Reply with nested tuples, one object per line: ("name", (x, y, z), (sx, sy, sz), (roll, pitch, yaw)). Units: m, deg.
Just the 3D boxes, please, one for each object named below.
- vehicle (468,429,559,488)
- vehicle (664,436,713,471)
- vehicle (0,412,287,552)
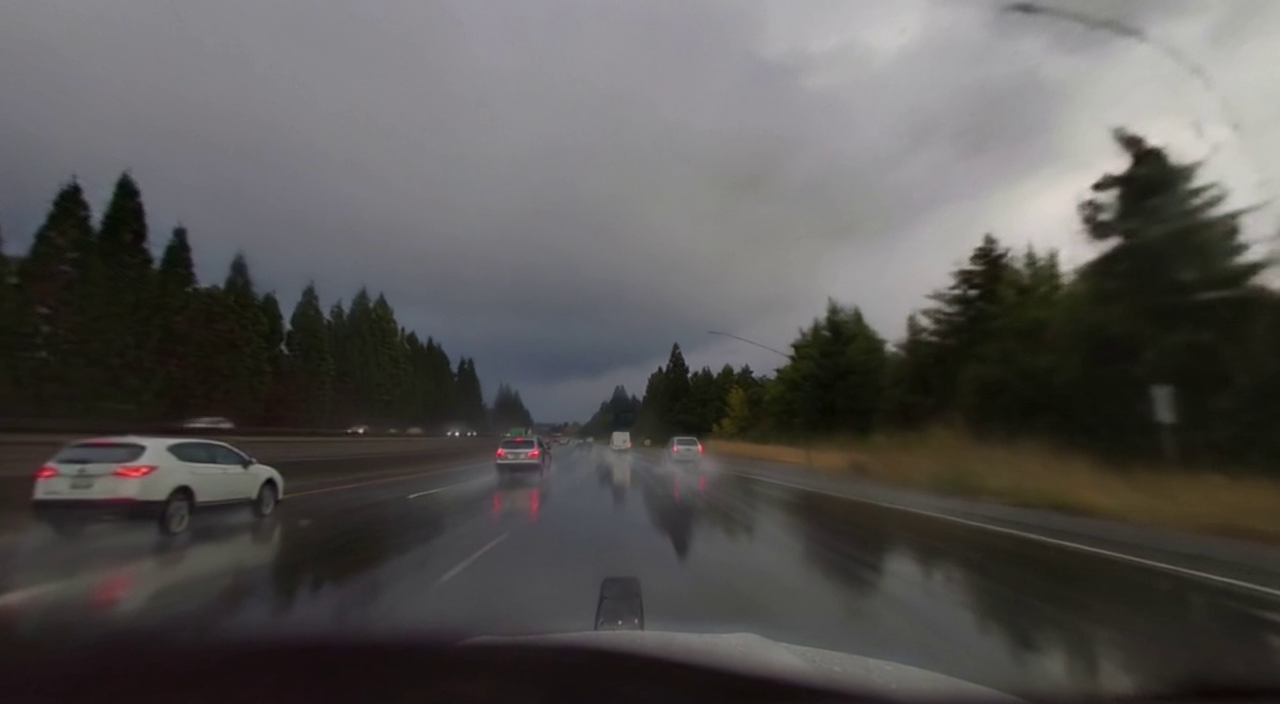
("vehicle", (-3.895, 3.362, 20.147), (2.002, 1.680, 4.301), (0, -9, 0))
("vehicle", (2.469, 5.317, 33.214), (2.053, 1.698, 4.097), (0, -9, -3))
("vehicle", (-8.134, 1.946, 10.121), (2.237, 1.703, 4.681), (0, -9, -1))
